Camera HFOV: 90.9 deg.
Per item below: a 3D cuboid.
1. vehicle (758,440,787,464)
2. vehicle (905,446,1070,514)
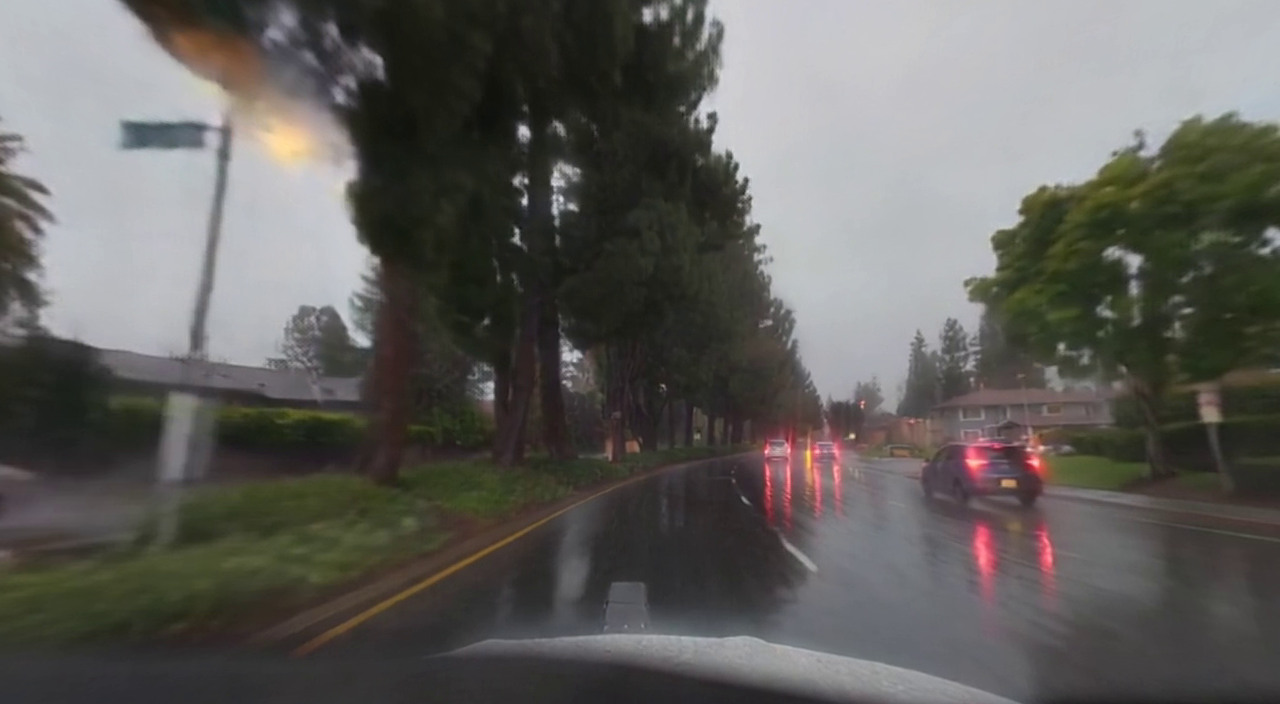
[{"bbox_3d":[10.093,7.609,48.025,1.991,1.684,4.127,-2,-9,11],"label":"vehicle"},{"bbox_3d":[8.441,3.101,15.852,1.855,1.444,4.389,-1,-8,4],"label":"vehicle"}]
